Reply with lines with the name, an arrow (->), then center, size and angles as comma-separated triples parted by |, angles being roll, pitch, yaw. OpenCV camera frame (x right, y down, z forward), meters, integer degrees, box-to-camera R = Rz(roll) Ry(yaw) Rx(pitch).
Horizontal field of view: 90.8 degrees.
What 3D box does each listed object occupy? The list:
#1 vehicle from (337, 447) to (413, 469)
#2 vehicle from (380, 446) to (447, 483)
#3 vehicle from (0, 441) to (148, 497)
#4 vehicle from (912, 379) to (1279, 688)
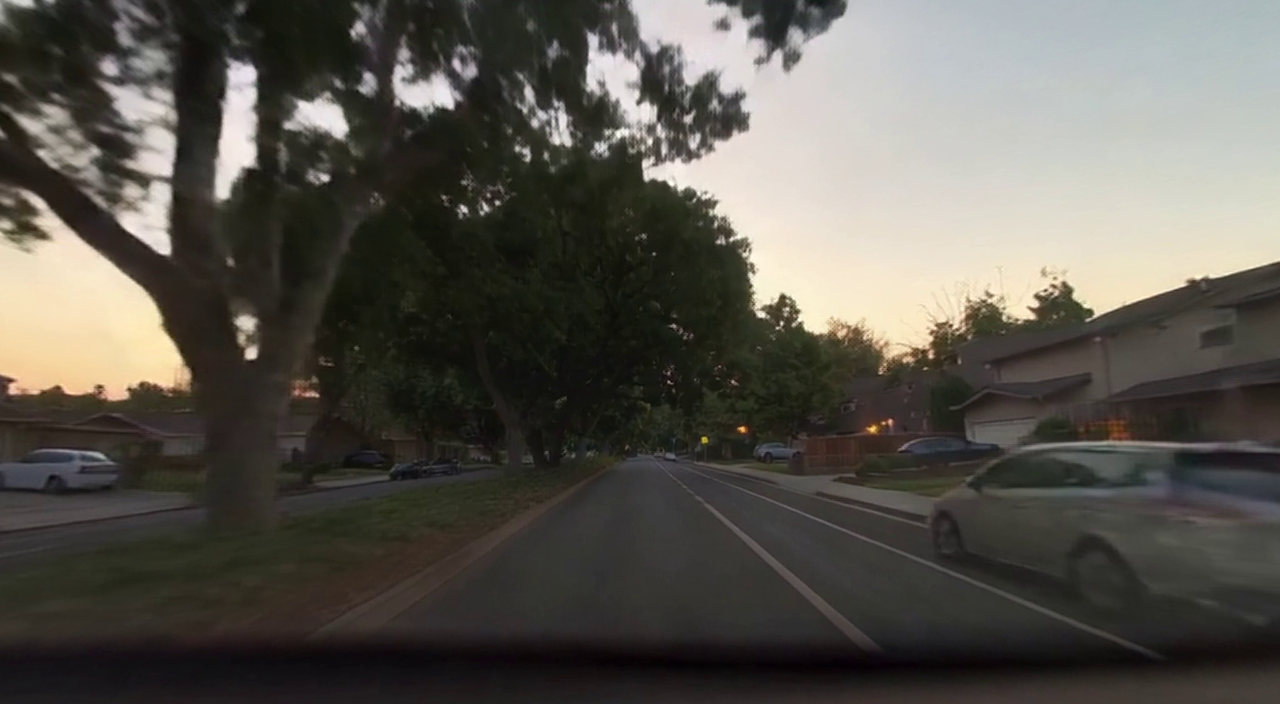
vehicle -> -20.895, 8.354, 49.895 | 4.971, 1.664, 2.273 | 0, -9, -1
vehicle -> -12.564, 6.241, 35.346 | 2.003, 1.804, 4.554 | -1, -7, 1
vehicle -> -20.863, 4.165, 22.625 | 4.698, 1.862, 2.116 | -1, -9, 3
vehicle -> 4.814, 1.408, 6.065 | 2.196, 1.801, 4.778 | 0, -9, -1
